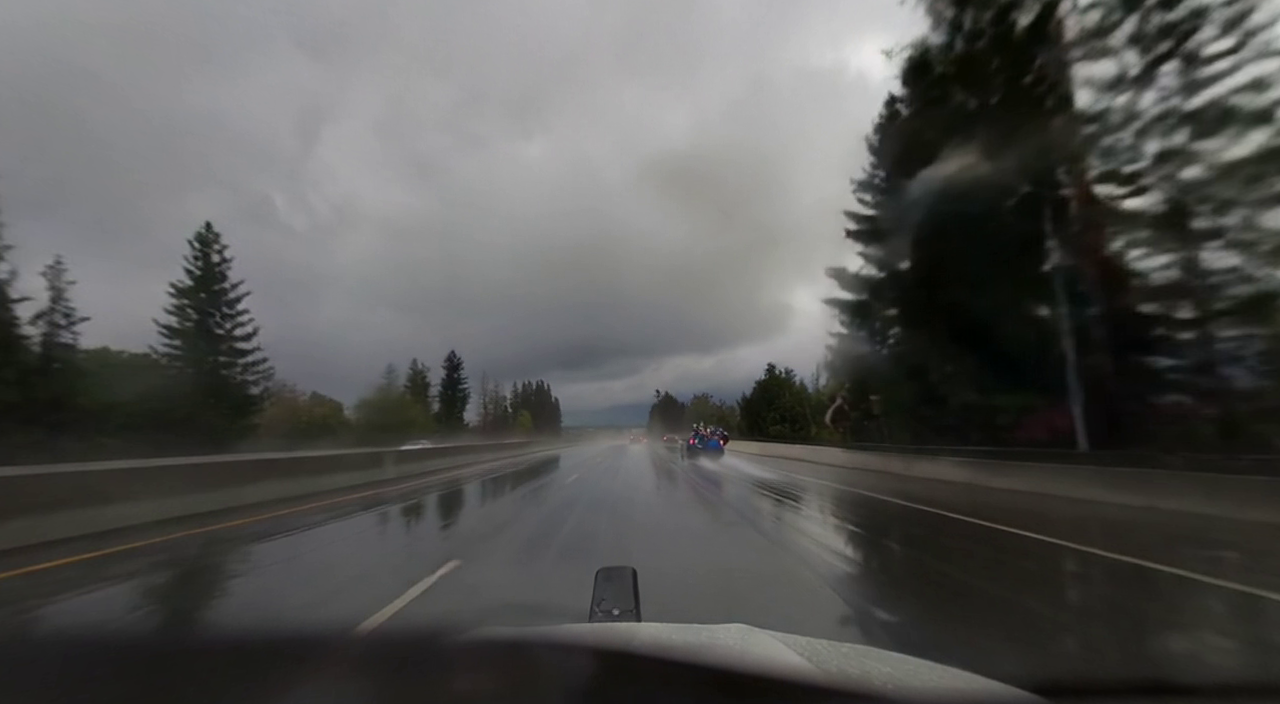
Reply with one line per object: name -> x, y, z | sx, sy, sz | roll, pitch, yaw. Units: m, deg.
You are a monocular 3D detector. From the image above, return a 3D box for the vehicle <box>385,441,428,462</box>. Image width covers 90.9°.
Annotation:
vehicle -> -17.608, 7.509, 47.696 | 1.745, 1.427, 3.798 | 0, -8, 0

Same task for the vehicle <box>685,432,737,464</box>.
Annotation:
vehicle -> 3.393, 4.656, 30.911 | 1.911, 1.449, 3.776 | 0, -8, -3
